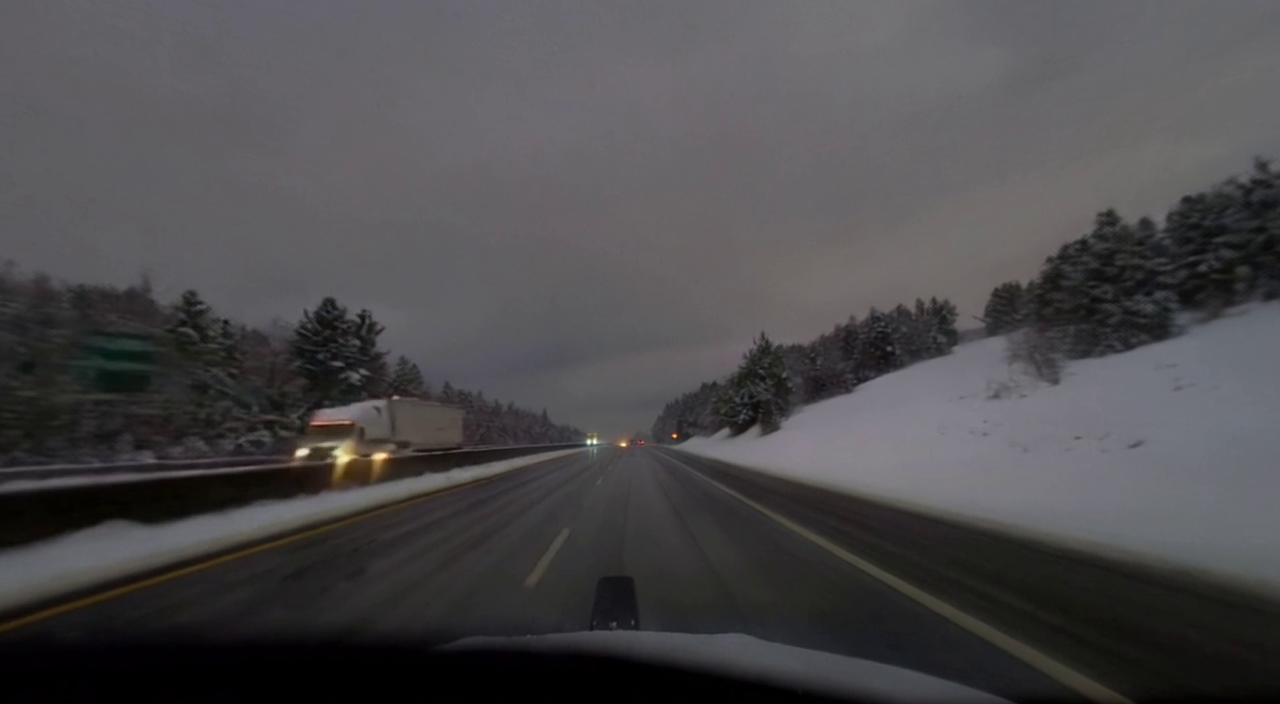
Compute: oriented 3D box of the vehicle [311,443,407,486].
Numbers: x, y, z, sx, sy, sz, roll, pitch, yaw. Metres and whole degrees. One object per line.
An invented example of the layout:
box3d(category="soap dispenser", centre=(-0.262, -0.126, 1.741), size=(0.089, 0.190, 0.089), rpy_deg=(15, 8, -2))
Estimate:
box3d(category="vehicle", centre=(-10.904, 4.357, 24.802), size=(1.918, 1.462, 4.383), rpy_deg=(-2, -8, -2))
